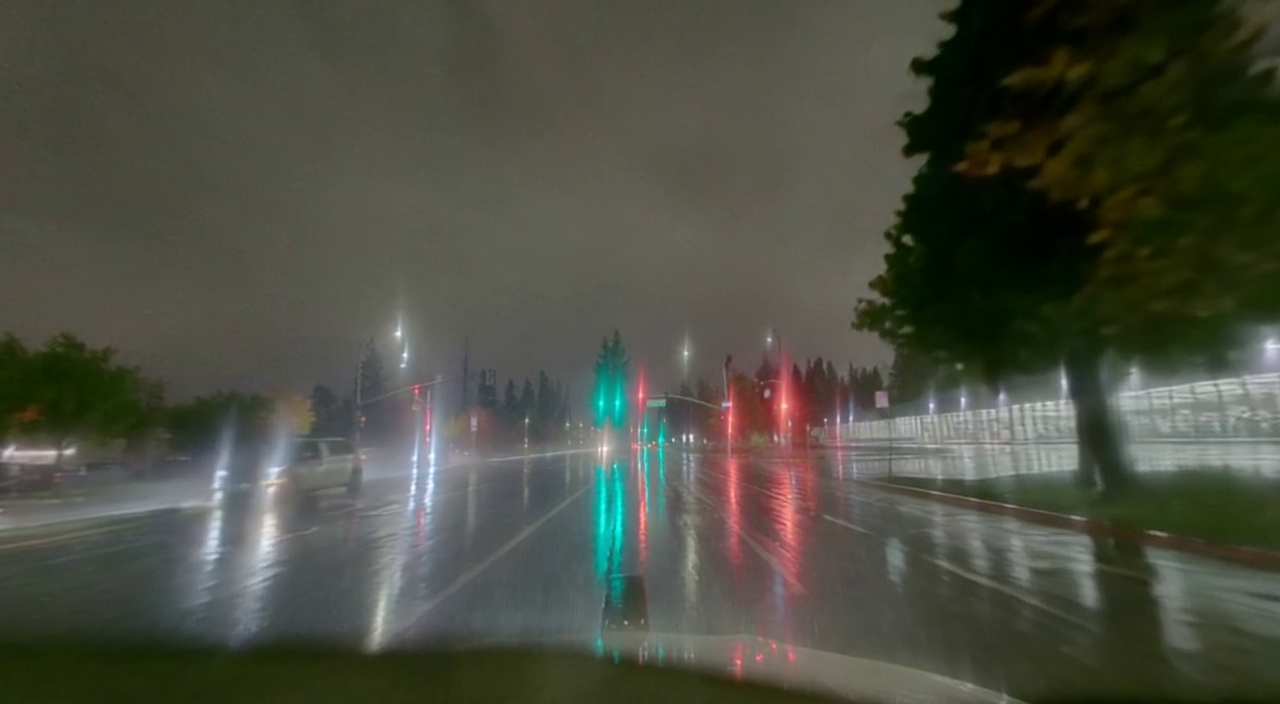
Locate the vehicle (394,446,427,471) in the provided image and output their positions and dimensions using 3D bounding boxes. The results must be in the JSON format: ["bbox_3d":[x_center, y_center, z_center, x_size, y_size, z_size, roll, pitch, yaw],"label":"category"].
[{"bbox_3d":[-17.088,7.860,46.771,1.999,1.710,4.228,4,-9,-23],"label":"vehicle"}]

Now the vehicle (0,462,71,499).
[{"bbox_3d":[-34.537,7.043,34.816,2.020,1.812,4.914,1,-8,-8],"label":"vehicle"}]

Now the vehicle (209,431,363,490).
[{"bbox_3d":[-12.587,3.895,23.042,2.225,1.876,5.661,0,-8,2],"label":"vehicle"}]
